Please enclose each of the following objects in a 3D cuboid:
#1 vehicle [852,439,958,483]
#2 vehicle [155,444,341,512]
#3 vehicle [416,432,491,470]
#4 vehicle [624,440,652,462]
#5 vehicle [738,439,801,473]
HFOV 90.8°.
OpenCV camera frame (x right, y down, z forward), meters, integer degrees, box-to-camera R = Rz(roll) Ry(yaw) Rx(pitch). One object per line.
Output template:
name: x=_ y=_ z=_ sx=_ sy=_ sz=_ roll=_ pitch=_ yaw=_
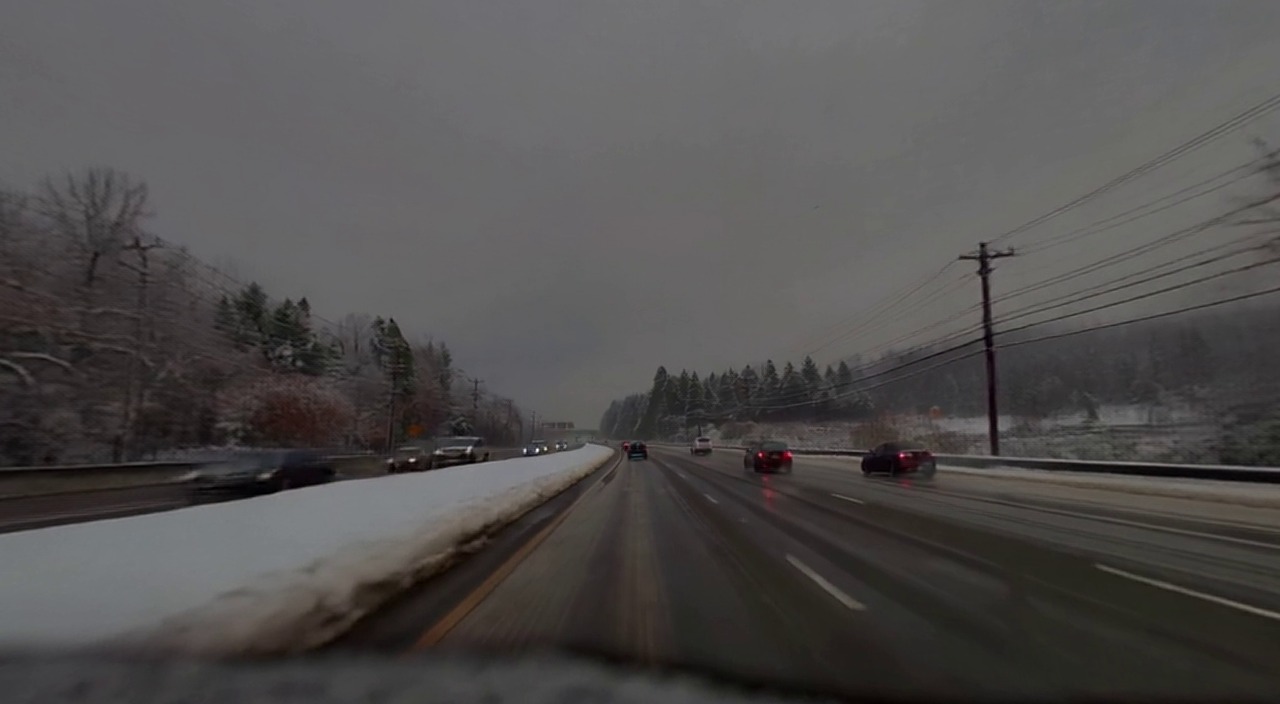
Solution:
vehicle: x=9.764 y=4.025 z=23.695 sx=1.969 sy=1.506 sz=4.422 roll=0 pitch=-8 yaw=-1
vehicle: x=-9.809 y=3.137 z=16.343 sx=1.946 sy=1.495 sz=4.468 roll=0 pitch=-8 yaw=0
vehicle: x=-9.921 y=5.331 z=34.113 sx=2.483 sy=1.868 sz=4.989 roll=0 pitch=-8 yaw=0
vehicle: x=-0.153 y=7.178 z=45.839 sx=1.993 sy=1.506 sz=3.883 roll=0 pitch=-8 yaw=0
vehicle: x=6.356 y=5.161 z=31.628 sx=2.069 sy=1.520 sz=4.614 roll=0 pitch=-8 yaw=-1
